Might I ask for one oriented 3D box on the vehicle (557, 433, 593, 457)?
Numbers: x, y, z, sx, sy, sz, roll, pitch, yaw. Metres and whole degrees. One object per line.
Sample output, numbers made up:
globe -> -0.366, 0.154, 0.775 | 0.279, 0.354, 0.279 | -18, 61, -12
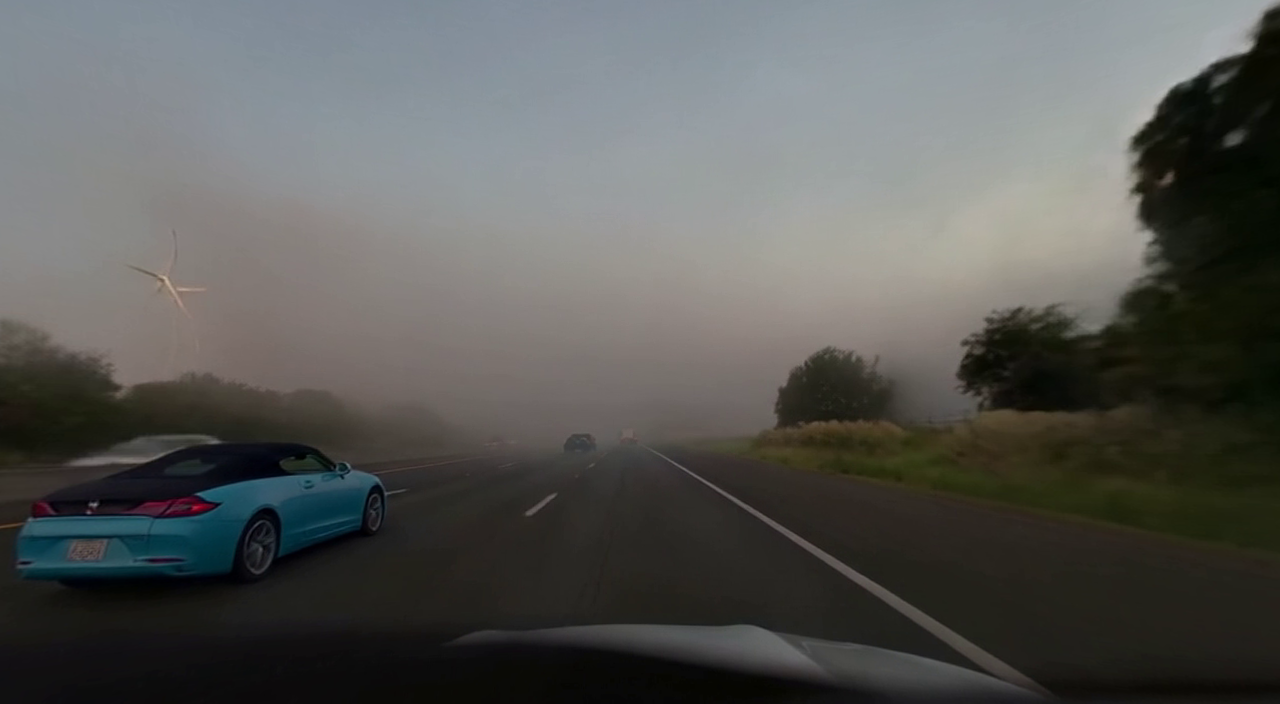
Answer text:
vehicle -> -4.157, 5.996, 40.723 | 2.024, 1.456, 3.754 | 0, -8, -1

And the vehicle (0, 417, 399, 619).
vehicle -> -4.304, 1.458, 6.603 | 1.969, 1.413, 4.194 | 0, -8, -1
